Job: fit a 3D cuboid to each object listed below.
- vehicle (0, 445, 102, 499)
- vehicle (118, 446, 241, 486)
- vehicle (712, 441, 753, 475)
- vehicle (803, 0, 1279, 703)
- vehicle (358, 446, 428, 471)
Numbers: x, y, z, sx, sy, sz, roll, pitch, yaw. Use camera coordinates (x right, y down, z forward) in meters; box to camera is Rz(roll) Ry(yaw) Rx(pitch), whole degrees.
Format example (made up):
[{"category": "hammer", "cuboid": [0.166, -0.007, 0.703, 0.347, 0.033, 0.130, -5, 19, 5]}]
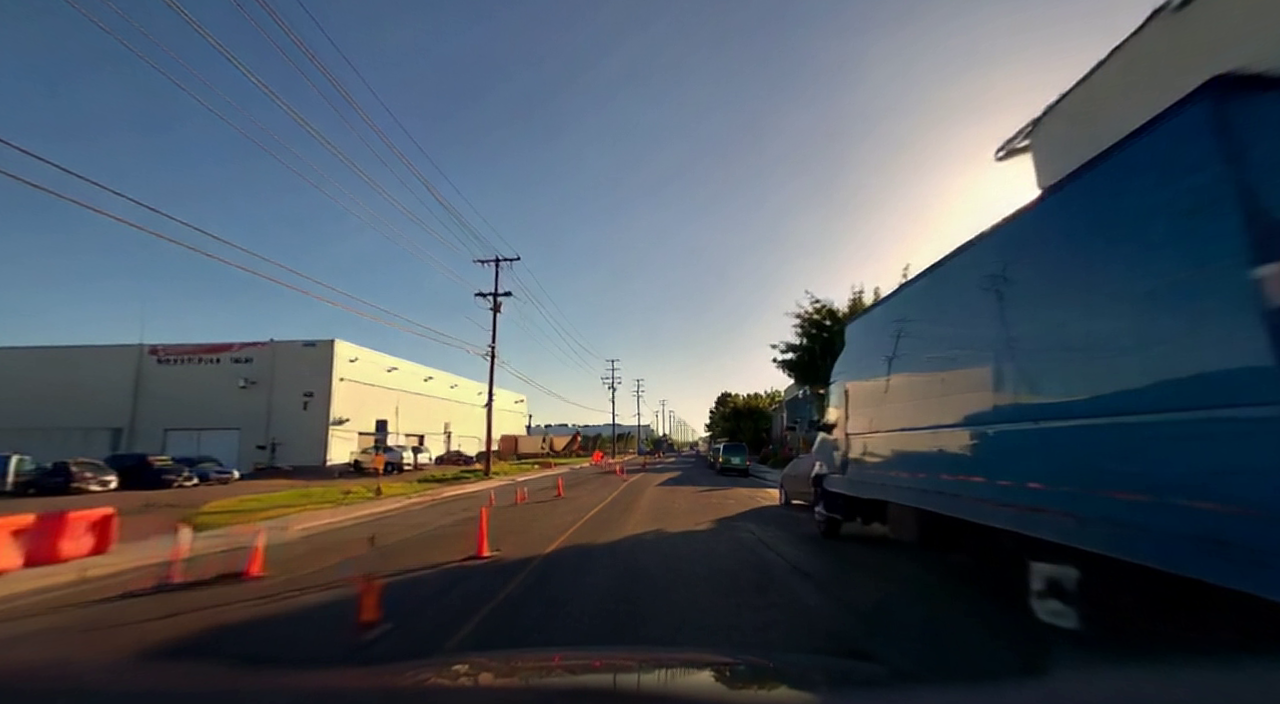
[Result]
[{"category": "vehicle", "cuboid": [-23.235, 4.372, 23.049, 5.007, 1.837, 2.050, 1, -9, -7]}, {"category": "vehicle", "cuboid": [-22.897, 5.674, 31.581, 4.417, 1.867, 2.030, 1, -8, -5]}, {"category": "vehicle", "cuboid": [5.724, 6.596, 39.705, 2.010, 1.985, 5.124, 0, -8, 2]}, {"category": "vehicle", "cuboid": [4.115, 0.553, 6.111, 3.058, 3.269, 7.674, 0, -9, 0]}, {"category": "vehicle", "cuboid": [-17.433, 7.503, 44.897, 2.102, 1.628, 5.130, -2, -8, 11]}]
